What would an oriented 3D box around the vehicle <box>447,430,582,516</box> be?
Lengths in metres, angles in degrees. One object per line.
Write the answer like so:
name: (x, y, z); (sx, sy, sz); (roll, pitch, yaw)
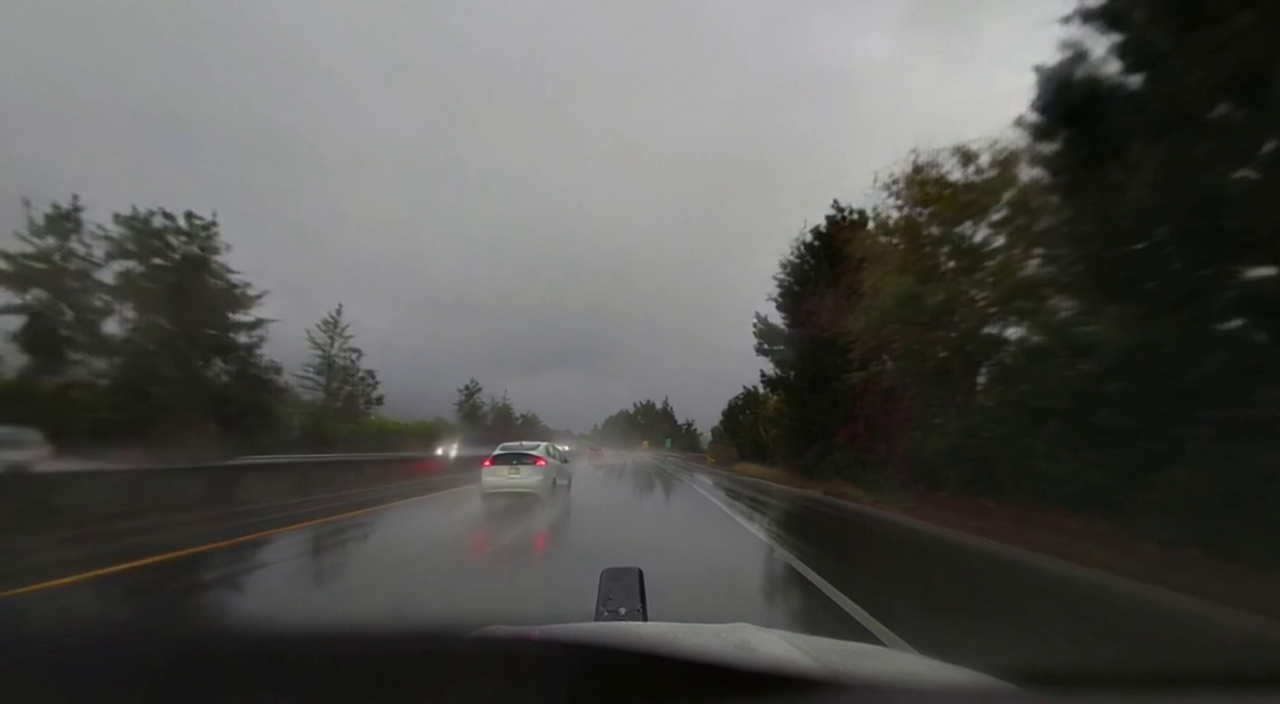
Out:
vehicle: (-2.714, 2.737, 14.870); (2.135, 1.686, 4.517); (0, -8, 2)
